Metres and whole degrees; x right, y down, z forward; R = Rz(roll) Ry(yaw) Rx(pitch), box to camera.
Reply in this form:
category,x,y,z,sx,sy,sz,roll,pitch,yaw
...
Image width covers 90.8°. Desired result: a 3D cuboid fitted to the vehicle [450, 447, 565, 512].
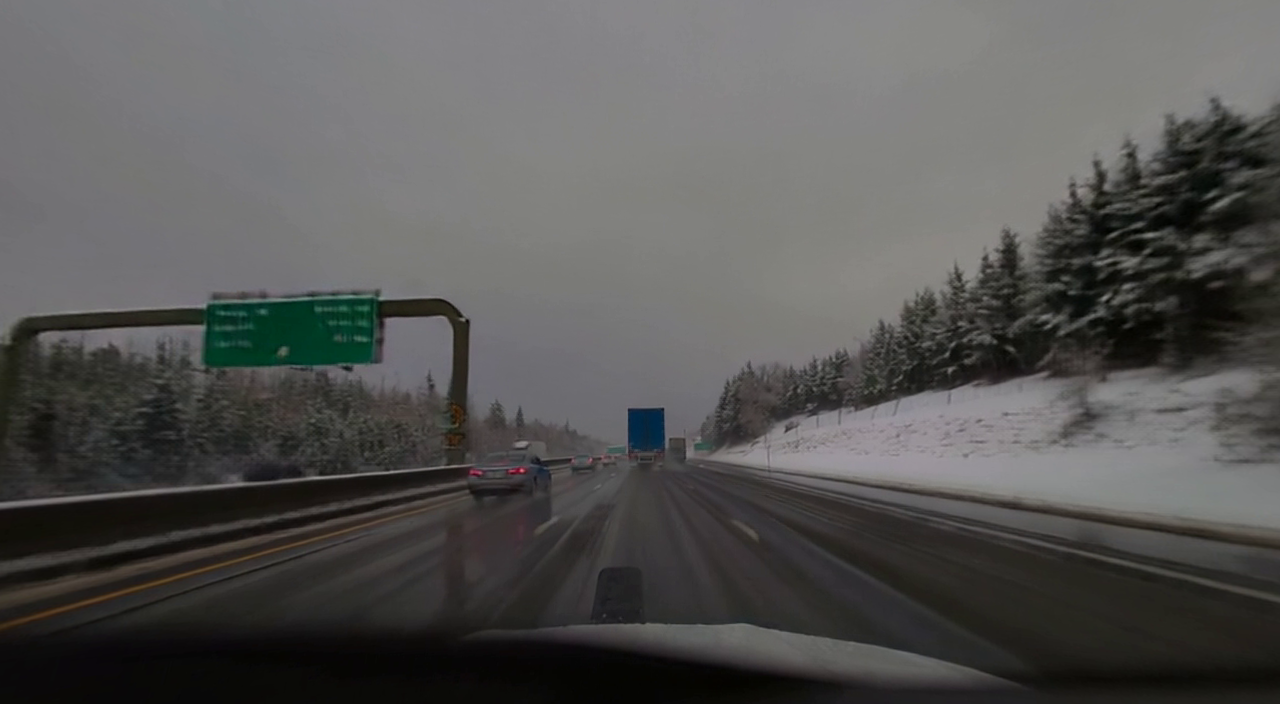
category,x,y,z,sx,sy,sz,roll,pitch,yaw
vehicle,-3.367,3.347,17.145,2.053,1.489,4.740,0,-9,1

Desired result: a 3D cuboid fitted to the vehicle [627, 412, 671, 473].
category,x,y,z,sx,sy,sz,roll,pitch,yaw
vehicle,0.593,6.897,47.816,2.919,4.048,11.010,0,-9,0

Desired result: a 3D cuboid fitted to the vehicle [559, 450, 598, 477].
category,x,y,z,sx,sy,sz,roll,pitch,yaw
vehicle,-3.763,6.922,39.412,2.051,1.537,4.111,0,-9,0
